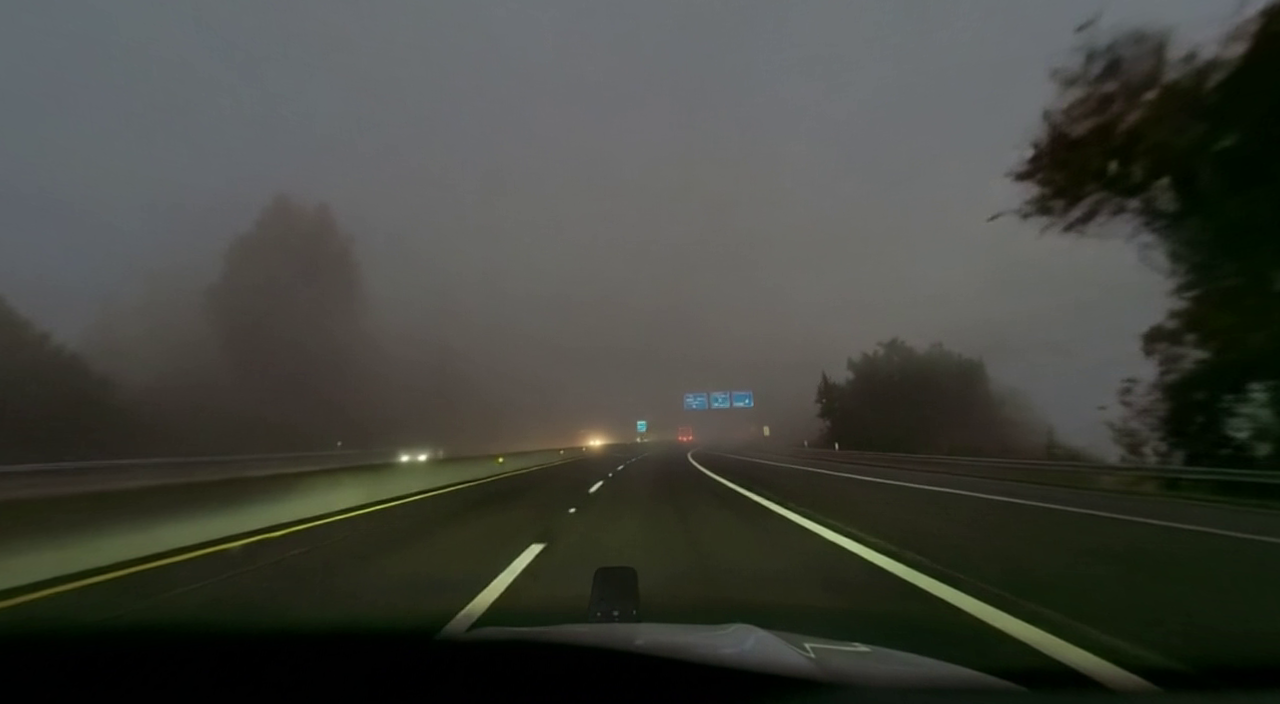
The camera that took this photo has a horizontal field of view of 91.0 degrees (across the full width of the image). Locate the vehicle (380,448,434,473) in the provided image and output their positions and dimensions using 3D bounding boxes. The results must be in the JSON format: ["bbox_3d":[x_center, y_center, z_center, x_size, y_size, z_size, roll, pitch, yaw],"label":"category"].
[{"bbox_3d":[-14.747,6.873,40.049,1.938,1.469,3.725,-1,-8,2],"label":"vehicle"}]
